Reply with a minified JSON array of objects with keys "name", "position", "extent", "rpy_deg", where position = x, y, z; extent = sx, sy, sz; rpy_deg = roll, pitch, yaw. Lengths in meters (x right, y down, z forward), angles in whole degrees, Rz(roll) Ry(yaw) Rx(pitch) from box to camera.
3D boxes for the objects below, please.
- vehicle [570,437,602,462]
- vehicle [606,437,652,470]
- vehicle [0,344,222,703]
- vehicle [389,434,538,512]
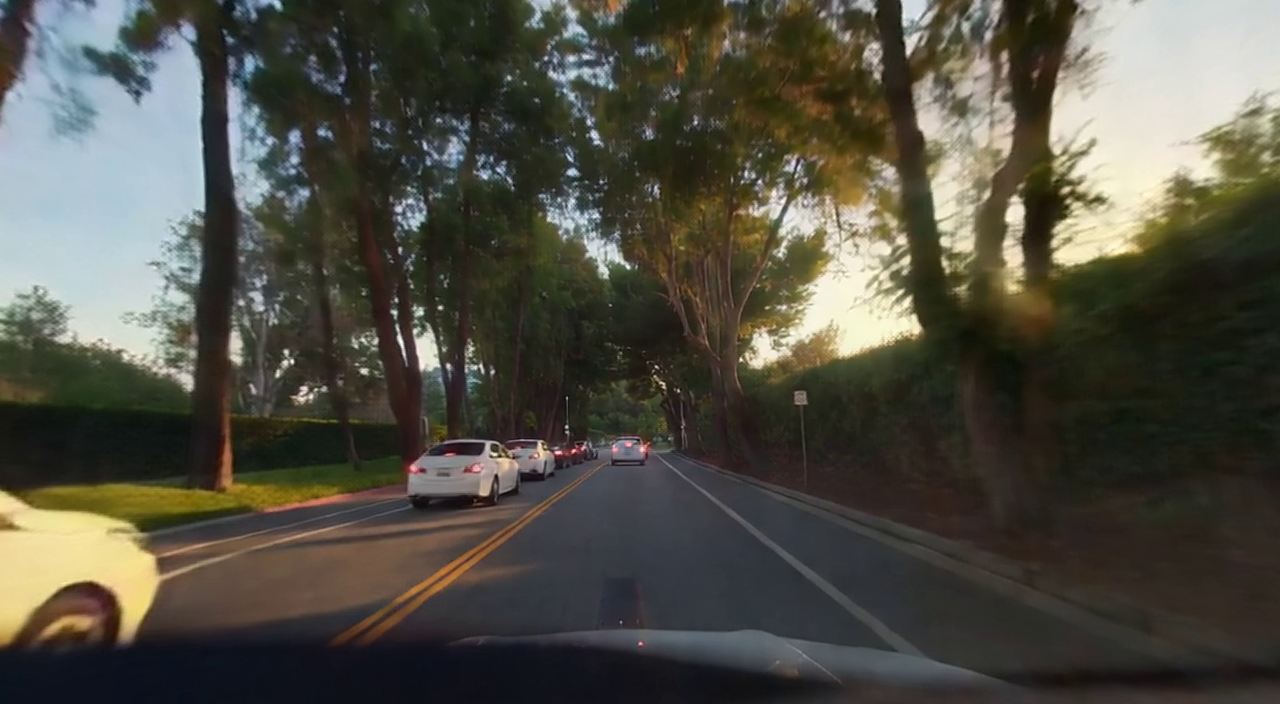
[{"name":"vehicle","position":[-3.919,7.112,46.300],"extent":[1.983,1.697,4.285],"rpy_deg":[0,-8,0]},{"name":"vehicle","position":[-0.532,4.989,31.279],"extent":[2.127,1.517,4.090],"rpy_deg":[0,-8,-1]},{"name":"vehicle","position":[-3.658,0.698,1.657],"extent":[2.126,1.707,4.317],"rpy_deg":[0,-8,0]},{"name":"vehicle","position":[-3.684,2.598,14.128],"extent":[2.030,1.452,4.312],"rpy_deg":[0,-8,1]}]
